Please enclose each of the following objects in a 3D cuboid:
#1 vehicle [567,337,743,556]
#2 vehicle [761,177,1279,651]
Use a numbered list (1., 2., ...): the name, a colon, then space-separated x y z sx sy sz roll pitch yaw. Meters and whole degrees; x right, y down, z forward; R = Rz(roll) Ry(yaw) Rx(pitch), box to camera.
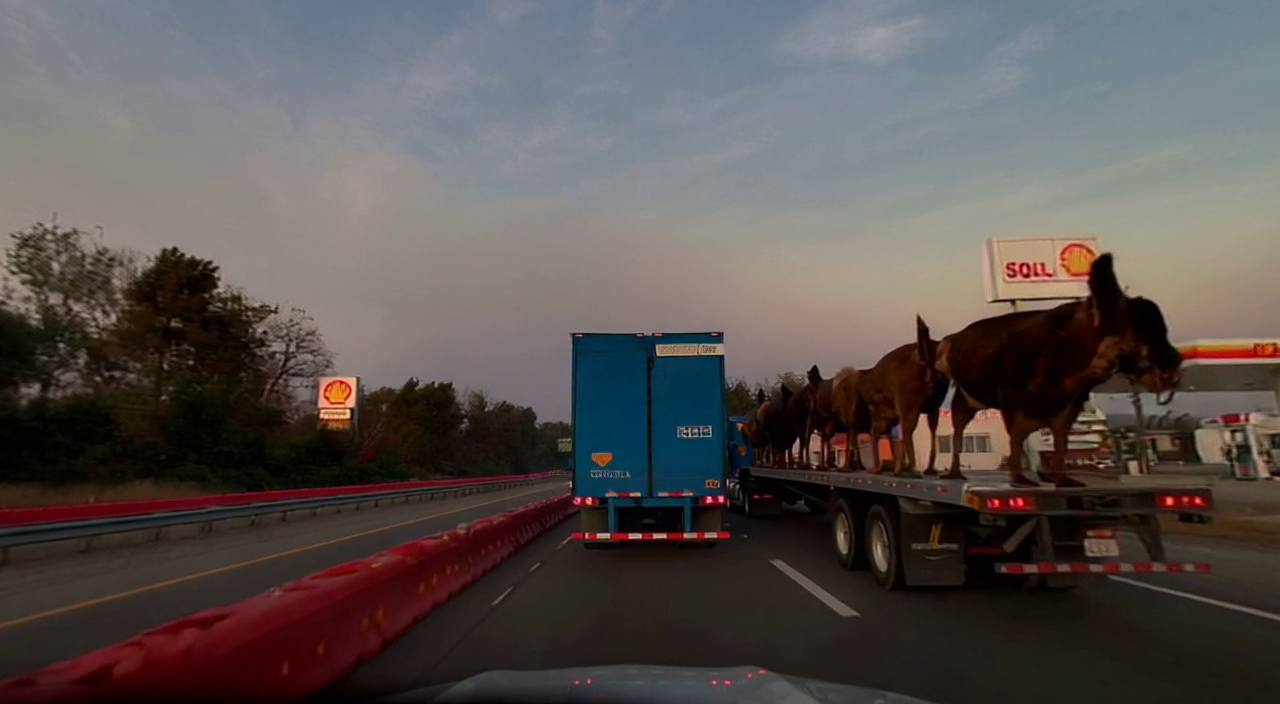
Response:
1. vehicle: 0.241 2.191 13.952 2.618 3.306 8.676 1 -10 0
2. vehicle: 4.336 1.227 9.533 2.936 3.640 9.443 1 -10 -1
